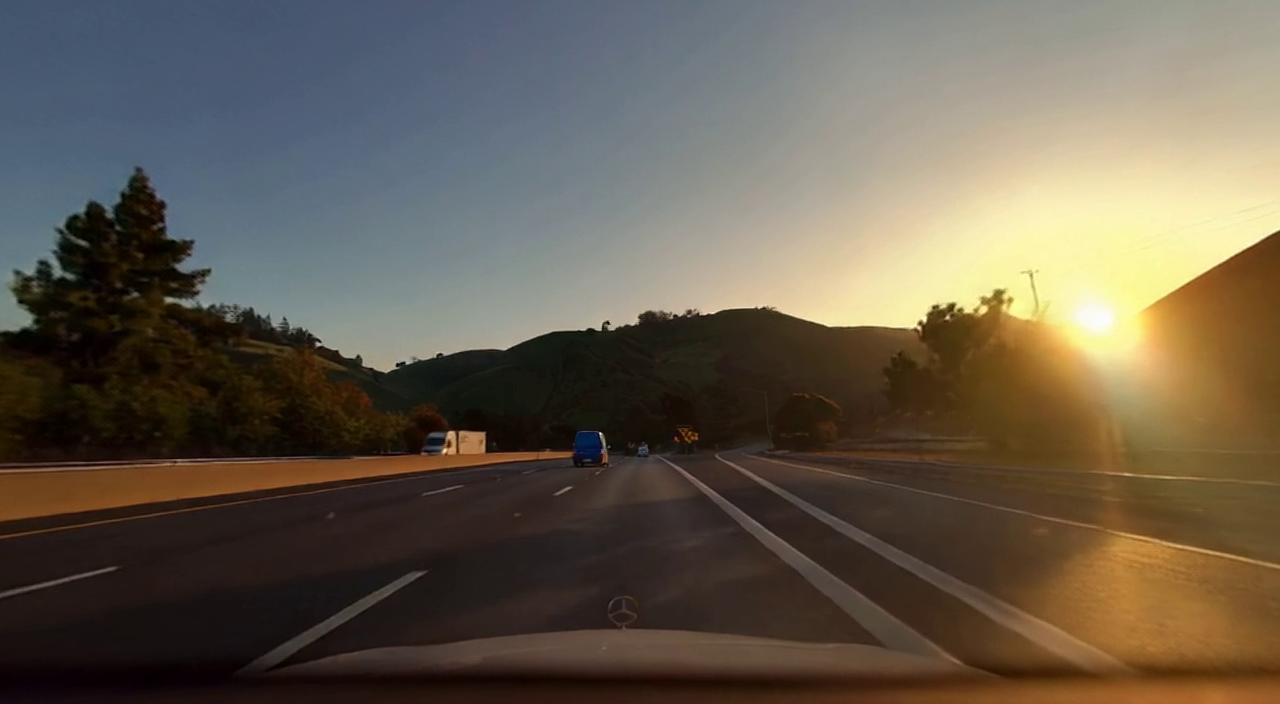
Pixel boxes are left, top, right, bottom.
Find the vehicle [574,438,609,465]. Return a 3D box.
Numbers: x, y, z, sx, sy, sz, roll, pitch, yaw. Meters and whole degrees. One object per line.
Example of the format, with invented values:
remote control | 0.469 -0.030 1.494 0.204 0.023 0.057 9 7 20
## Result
vehicle | -3.528 7.309 46.295 2.169 1.849 4.639 0 -8 0
